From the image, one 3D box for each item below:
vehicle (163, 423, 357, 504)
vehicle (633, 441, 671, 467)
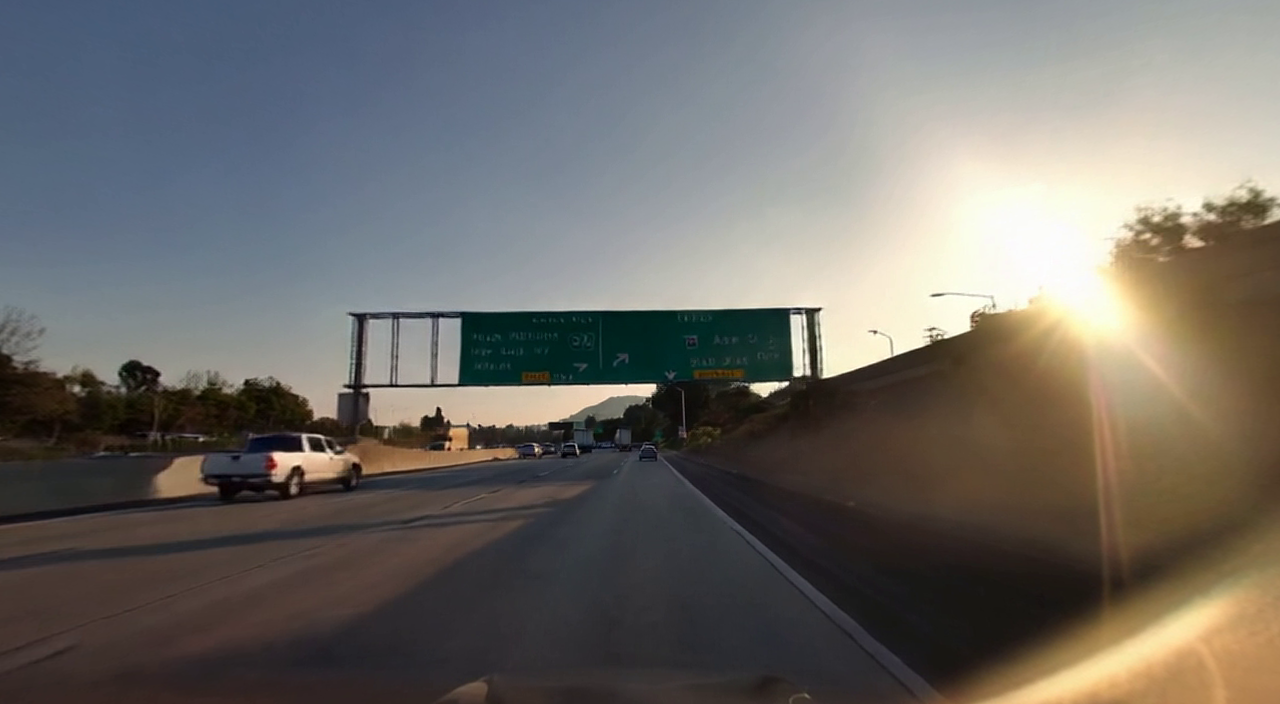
[{"bbox_3d":[-9.784,2.894,16.867,2.246,1.812,4.740,0,-8,-1],"label":"vehicle"},{"bbox_3d":[0.710,6.181,38.340,2.137,1.461,3.999,0,-8,0],"label":"vehicle"}]
